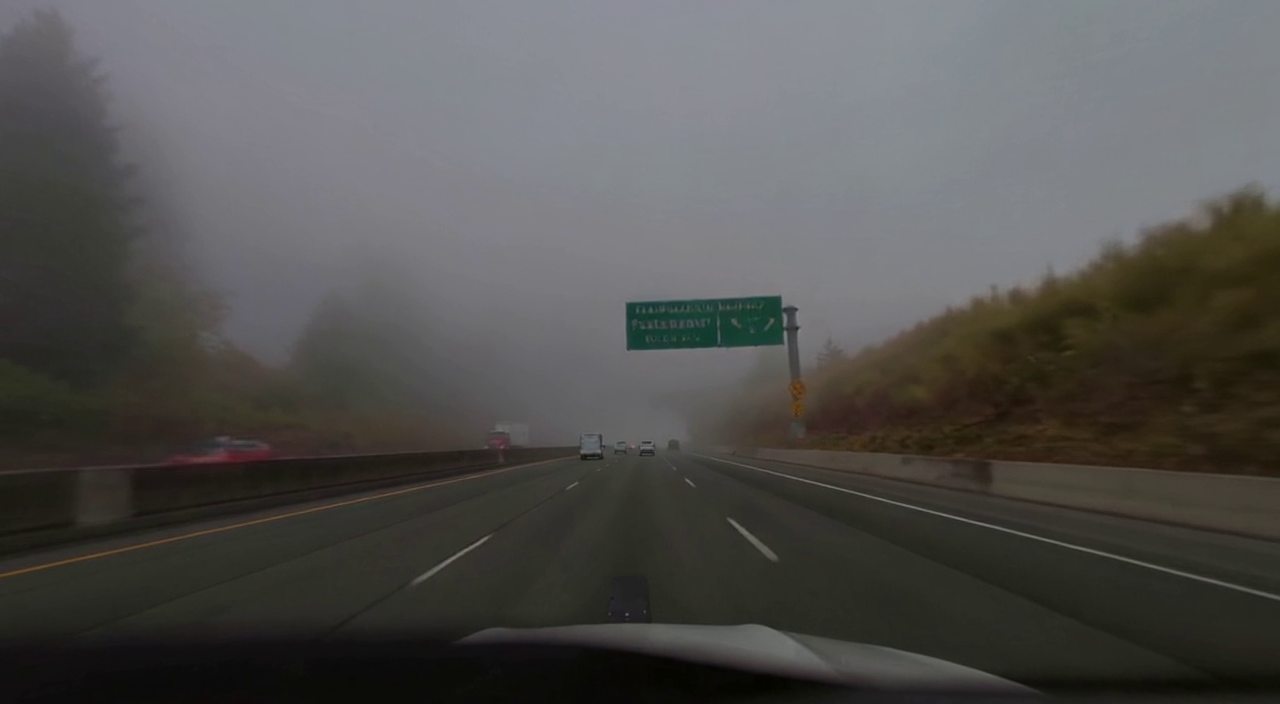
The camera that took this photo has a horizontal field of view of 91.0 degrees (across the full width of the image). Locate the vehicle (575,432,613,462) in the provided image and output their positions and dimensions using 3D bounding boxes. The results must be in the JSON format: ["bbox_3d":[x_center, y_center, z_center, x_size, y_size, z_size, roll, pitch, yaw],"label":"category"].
[{"bbox_3d":[-3.236,6.780,44.873,2.286,2.011,4.452,0,-8,1],"label":"vehicle"}]
